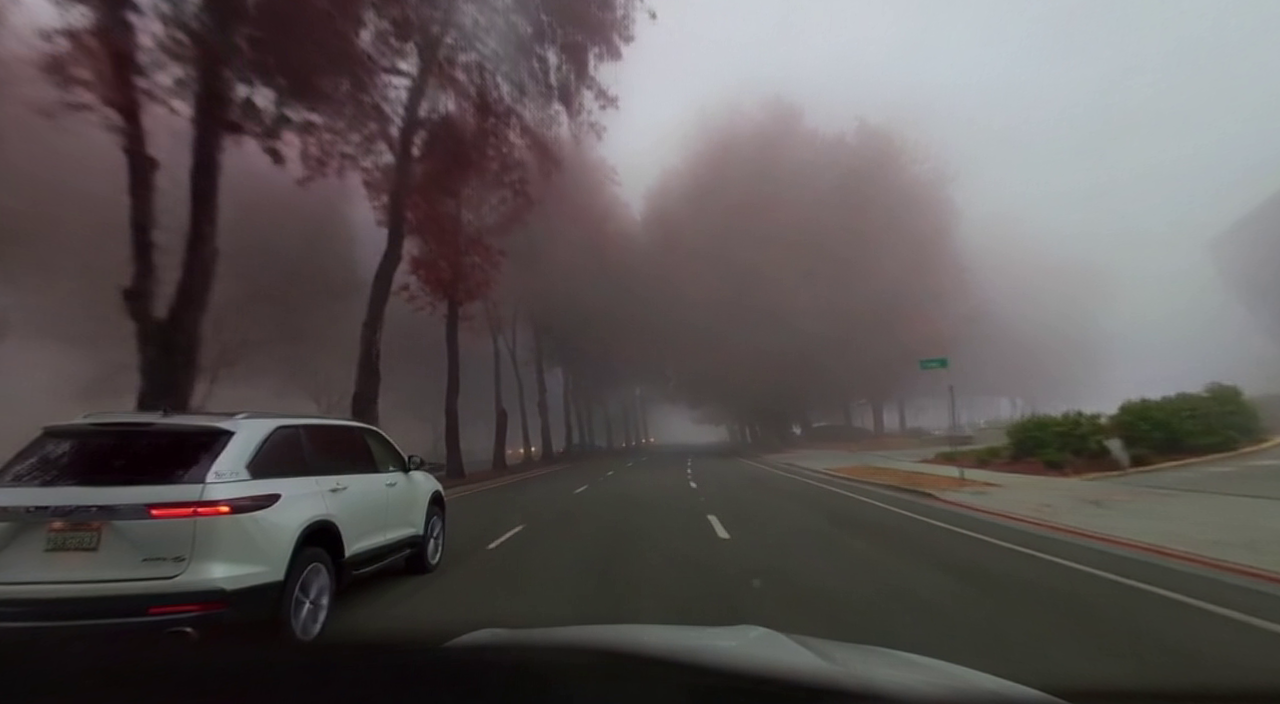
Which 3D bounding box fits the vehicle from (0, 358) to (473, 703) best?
[{"bbox_3d":[-3.005,1.207,4.884,2.067,1.700,4.561,0,-8,2],"label":"vehicle"}]
